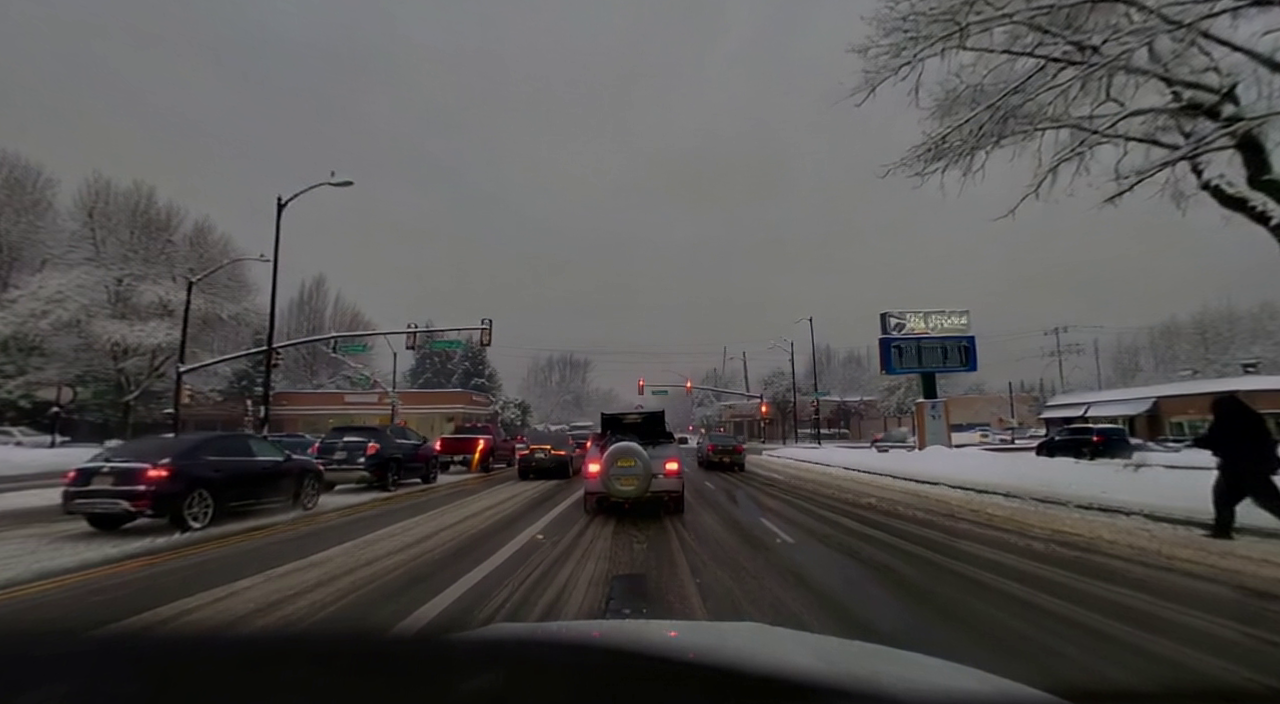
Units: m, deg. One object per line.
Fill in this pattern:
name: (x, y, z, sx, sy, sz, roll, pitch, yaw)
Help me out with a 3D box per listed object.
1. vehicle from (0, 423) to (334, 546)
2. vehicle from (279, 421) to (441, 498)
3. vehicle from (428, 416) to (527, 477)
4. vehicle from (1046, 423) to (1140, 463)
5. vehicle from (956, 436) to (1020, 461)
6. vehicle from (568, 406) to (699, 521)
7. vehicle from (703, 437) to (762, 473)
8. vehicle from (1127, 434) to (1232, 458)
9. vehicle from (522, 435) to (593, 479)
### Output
vehicle: (-6.800, 1.917, 9.806, 1.831, 1.451, 4.382, 0, -8, 0)
vehicle: (-6.845, 2.683, 16.078, 1.941, 1.655, 4.503, 0, -8, 2)
vehicle: (-6.106, 3.649, 24.306, 2.496, 2.112, 4.351, 0, -8, 2)
vehicle: (19.847, 3.977, 27.589, 4.156, 1.622, 1.924, 6, -10, -34)
vehicle: (20.804, 5.760, 37.678, 3.836, 1.443, 1.694, 5, -10, -34)
vehicle: (-0.098, 2.083, 12.208, 2.064, 1.817, 4.298, 0, -8, 0)
vehicle: (3.900, 4.426, 27.317, 2.023, 1.441, 4.240, 0, -8, 2)
vehicle: (29.982, 5.232, 35.123, 4.176, 1.313, 1.719, 0, -8, 3)
vehicle: (-2.950, 3.844, 23.331, 1.894, 1.461, 4.080, 0, -8, 3)
